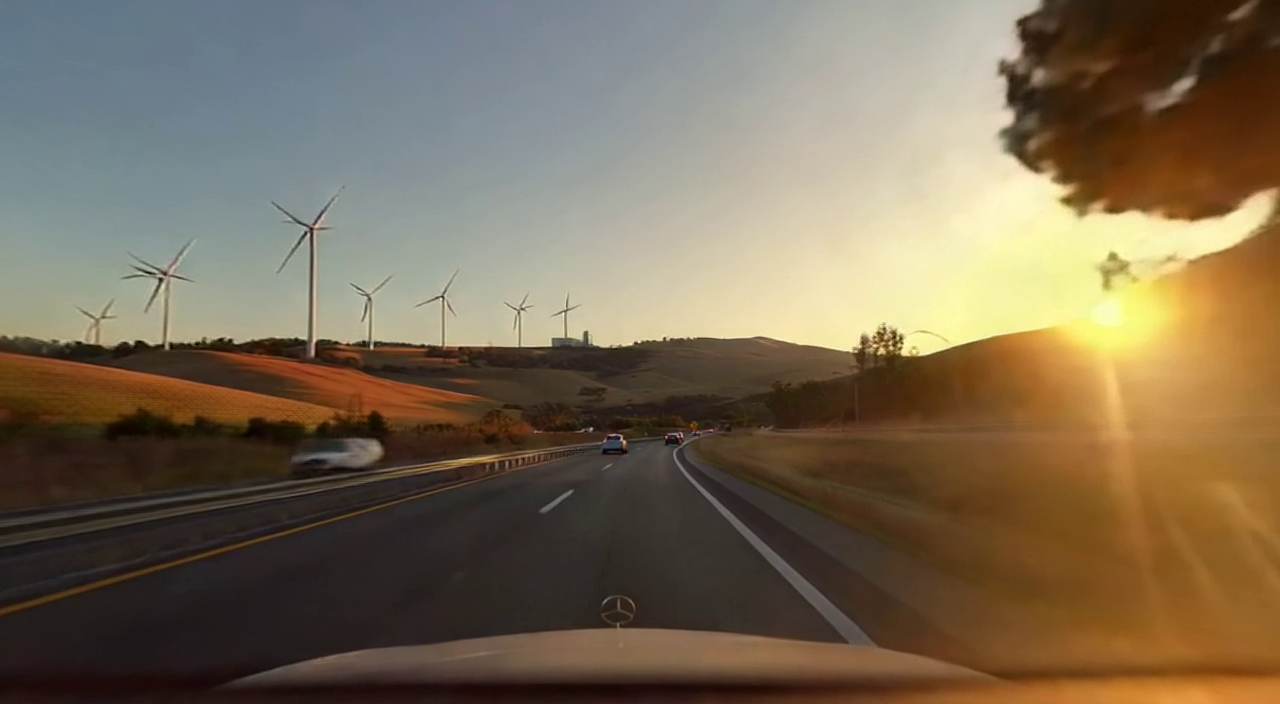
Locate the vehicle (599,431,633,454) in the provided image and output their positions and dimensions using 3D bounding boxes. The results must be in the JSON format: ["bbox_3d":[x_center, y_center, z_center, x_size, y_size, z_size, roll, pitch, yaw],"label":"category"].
[{"bbox_3d":[-1.729,6.711,46.867,2.123,1.629,4.180,0,-8,3],"label":"vehicle"}]

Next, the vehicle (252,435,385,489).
[{"bbox_3d":[-9.491,3.238,19.016,1.850,1.450,3.951,0,-8,1],"label":"vehicle"}]
